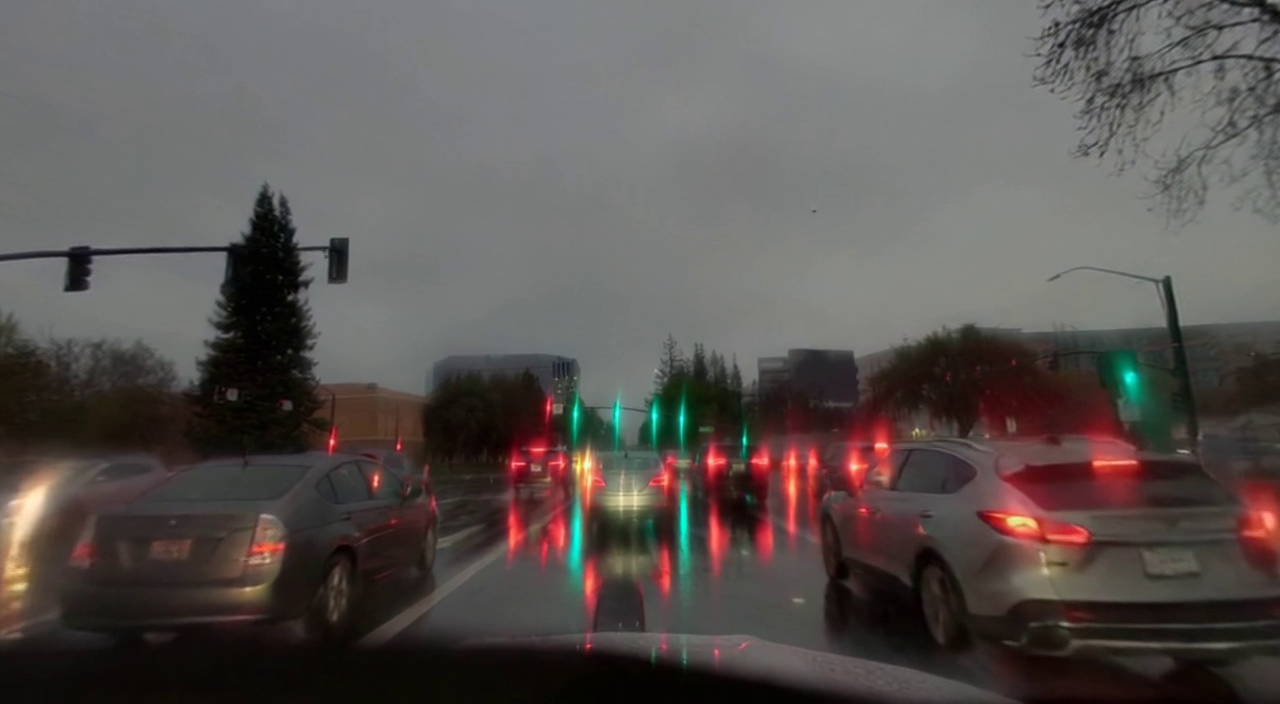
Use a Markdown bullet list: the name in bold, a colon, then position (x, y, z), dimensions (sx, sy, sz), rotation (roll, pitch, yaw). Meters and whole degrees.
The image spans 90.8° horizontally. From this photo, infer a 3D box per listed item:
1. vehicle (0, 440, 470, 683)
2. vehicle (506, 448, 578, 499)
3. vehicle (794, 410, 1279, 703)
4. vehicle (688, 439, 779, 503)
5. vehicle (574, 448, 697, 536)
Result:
- **vehicle**: position (-3.297, 1.630, 6.173), dimensions (2.045, 1.463, 4.490), rotation (0, -9, 0)
- **vehicle**: position (-3.523, 4.442, 23.531), dimensions (2.033, 1.714, 4.278), rotation (0, -9, 0)
- **vehicle**: position (3.054, 1.459, 5.703), dimensions (1.996, 1.566, 4.917), rotation (0, -9, -1)
- **vehicle**: position (2.827, 3.732, 20.226), dimensions (2.138, 1.778, 4.422), rotation (0, -9, -1)
- **vehicle**: position (-0.111, 2.699, 12.826), dimensions (2.098, 1.461, 3.958), rotation (0, -9, -1)
